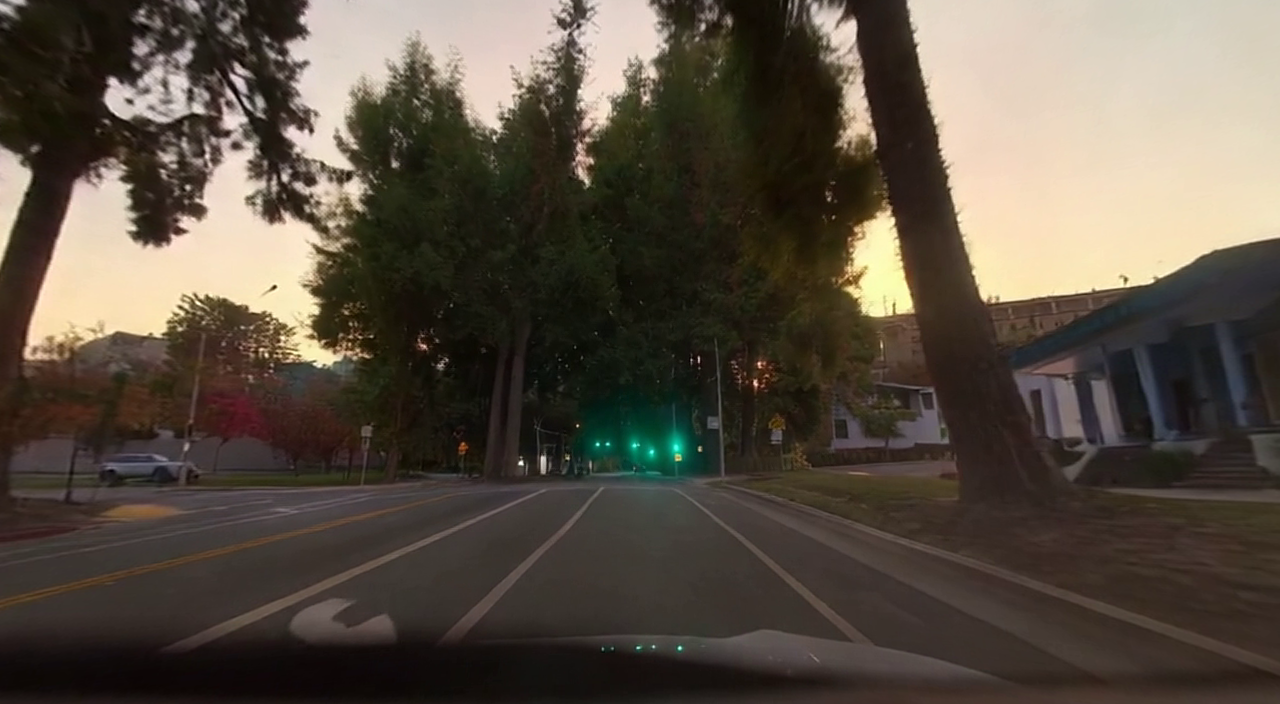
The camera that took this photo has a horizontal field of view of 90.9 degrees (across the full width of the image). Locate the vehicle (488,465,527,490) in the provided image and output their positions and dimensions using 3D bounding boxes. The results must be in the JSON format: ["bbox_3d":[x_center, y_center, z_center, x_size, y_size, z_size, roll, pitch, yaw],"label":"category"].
[{"bbox_3d":[-9.598,9.118,46.010,1.977,1.633,4.528,0,-8,-1],"label":"vehicle"}]
